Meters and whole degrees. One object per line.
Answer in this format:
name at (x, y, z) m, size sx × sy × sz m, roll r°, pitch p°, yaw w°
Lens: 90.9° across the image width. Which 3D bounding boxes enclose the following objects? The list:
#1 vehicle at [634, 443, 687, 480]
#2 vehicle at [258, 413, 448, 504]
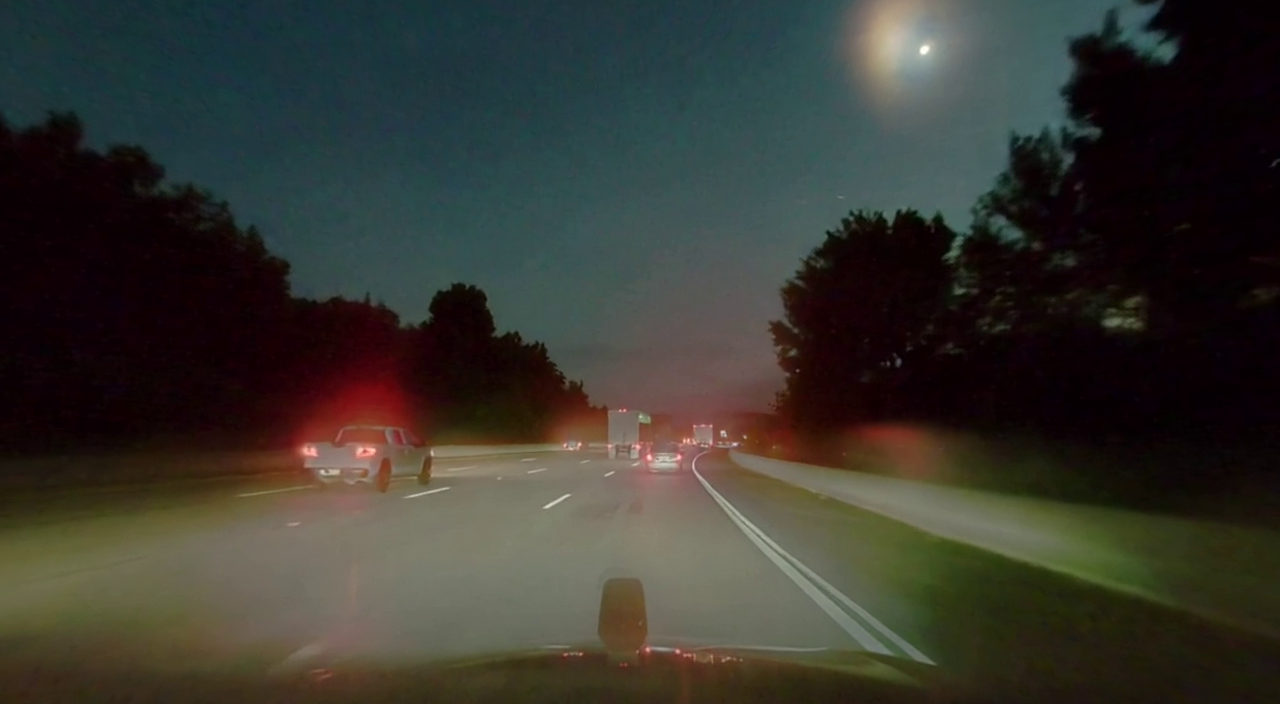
vehicle at (0.885, 4.392, 25.643) m, size 1.984 × 1.365 × 3.767 m, roll 0°, pitch -8°, yaw 3°
vehicle at (-6.668, 2.546, 15.458) m, size 2.142 × 1.833 × 4.854 m, roll 0°, pitch -8°, yaw 3°
